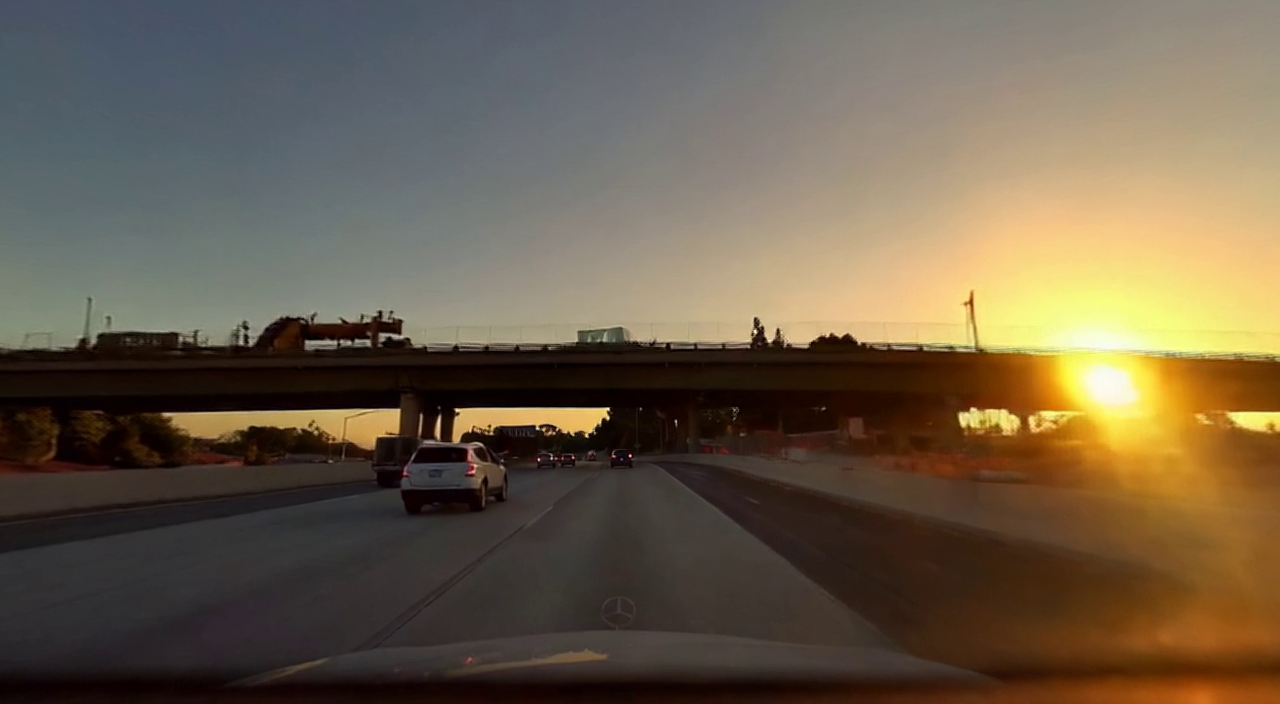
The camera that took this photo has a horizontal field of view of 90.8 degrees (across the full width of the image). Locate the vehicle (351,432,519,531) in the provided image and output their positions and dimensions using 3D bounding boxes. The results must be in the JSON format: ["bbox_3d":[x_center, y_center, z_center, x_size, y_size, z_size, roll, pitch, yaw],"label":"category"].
[{"bbox_3d":[-3.880,2.512,12.850,2.024,1.655,4.192,0,-9,-1],"label":"vehicle"}]

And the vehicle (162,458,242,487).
[{"bbox_3d":[-29.042,7.976,42.068,2.012,1.735,4.649,-1,-9,-1],"label":"vehicle"}]

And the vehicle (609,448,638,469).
[{"bbox_3d":[-1.258,7.947,47.485,2.051,1.459,4.092,0,-9,-2],"label":"vehicle"}]
